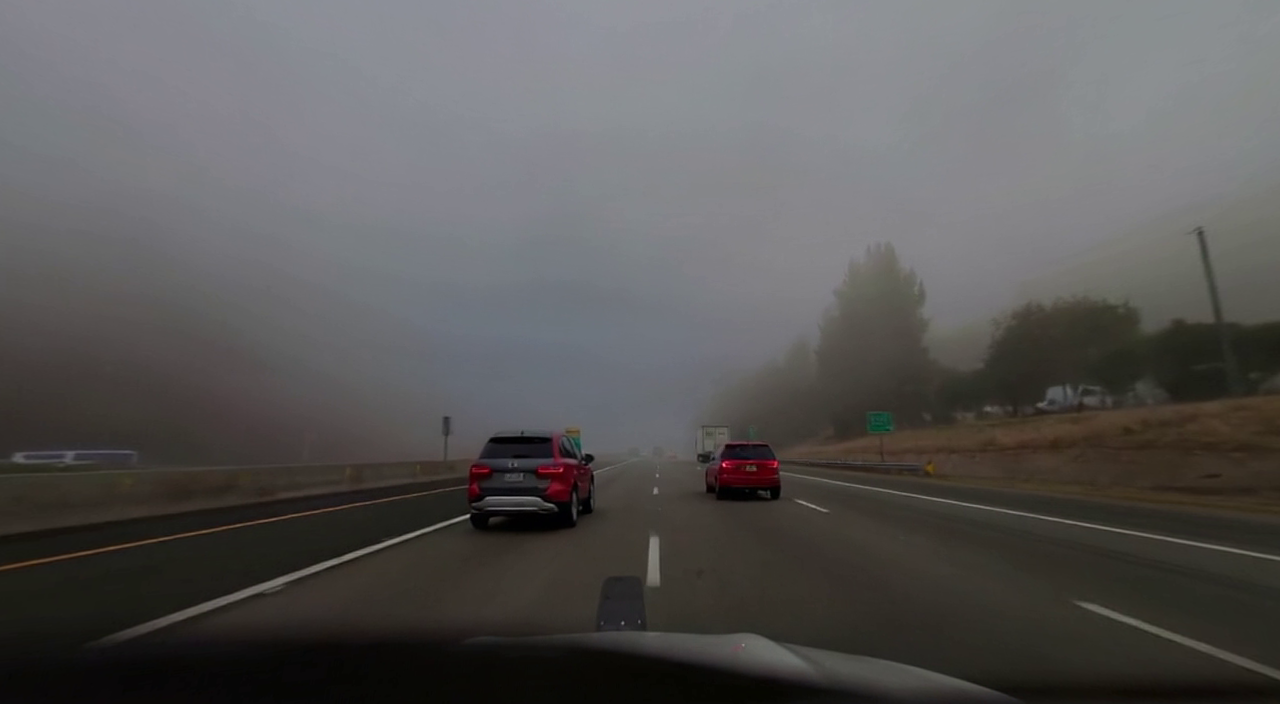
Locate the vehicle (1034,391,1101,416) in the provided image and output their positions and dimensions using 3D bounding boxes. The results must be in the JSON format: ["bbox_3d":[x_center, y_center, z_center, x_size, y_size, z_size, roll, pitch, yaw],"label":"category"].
[{"bbox_3d":[33.202,4.053,49.095,2.025,1.658,4.676,-3,-7,3],"label":"vehicle"}]

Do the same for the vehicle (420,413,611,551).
[{"bbox_3d":[-1.768,2.093,10.750,2.139,1.804,4.611,-1,-9,2],"label":"vehicle"}]

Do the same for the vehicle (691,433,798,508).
[{"bbox_3d":[2.567,3.050,16.660,2.087,1.682,4.388,0,-9,1],"label":"vehicle"}]
